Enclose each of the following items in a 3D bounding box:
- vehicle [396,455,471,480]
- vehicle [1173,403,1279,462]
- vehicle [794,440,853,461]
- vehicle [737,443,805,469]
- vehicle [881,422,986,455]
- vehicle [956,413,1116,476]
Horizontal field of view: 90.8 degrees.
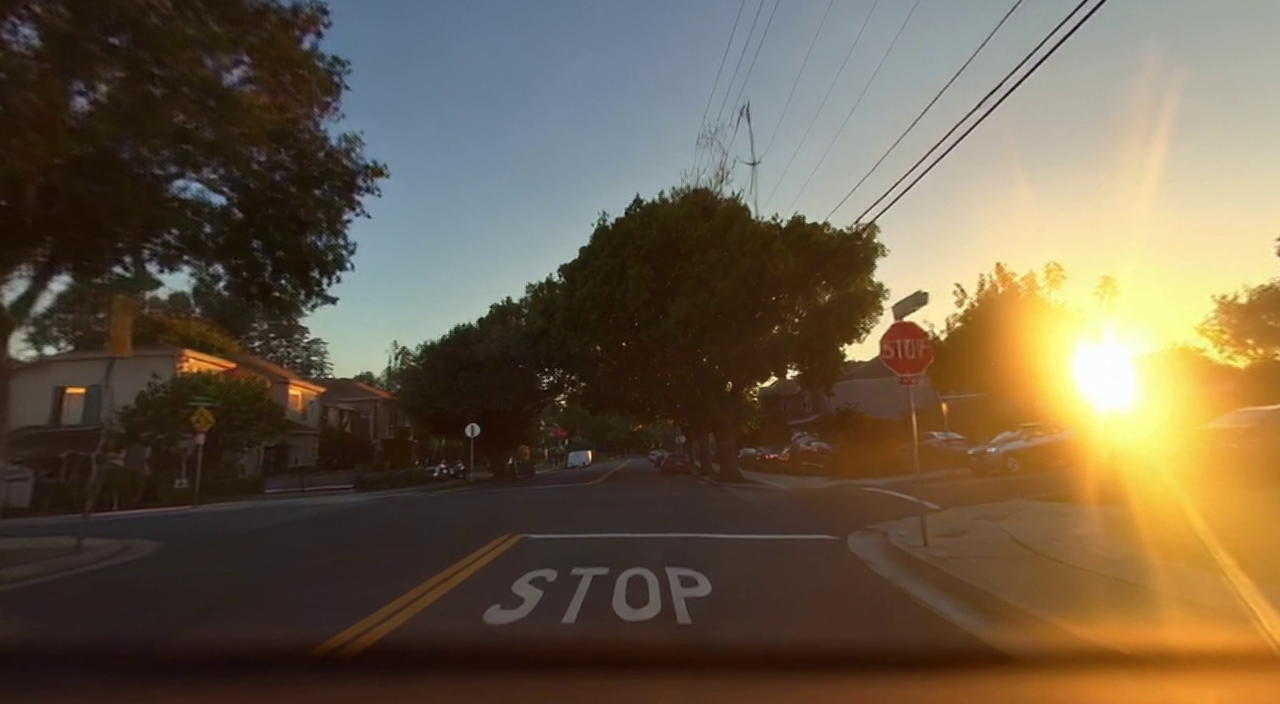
[{"bbox_3d":[-12.339,6.917,37.914,3.937,1.390,1.644,0,-8,0],"label":"vehicle"},{"bbox_3d":[17.499,2.254,17.559,4.682,1.483,1.917,3,-9,-21],"label":"vehicle"},{"bbox_3d":[13.834,7.414,47.658,4.032,1.444,1.747,3,-9,-22],"label":"vehicle"},{"bbox_3d":[9.450,7.526,45.601,4.399,1.537,1.859,4,-20,-21],"label":"vehicle"},{"bbox_3d":[14.950,4.474,32.435,1.960,1.584,4.669,3,-9,-23],"label":"vehicle"},{"bbox_3d":[15.065,3.547,24.129,4.788,1.875,2.148,1,-20,-15],"label":"vehicle"}]
